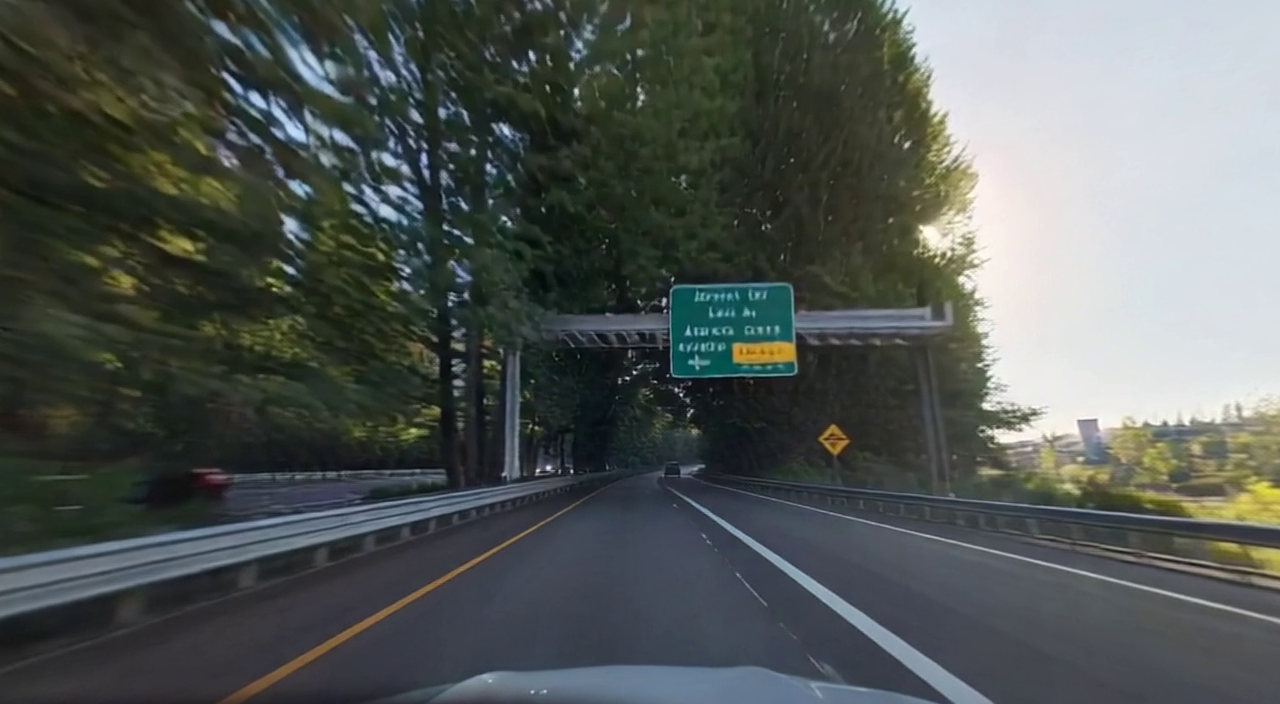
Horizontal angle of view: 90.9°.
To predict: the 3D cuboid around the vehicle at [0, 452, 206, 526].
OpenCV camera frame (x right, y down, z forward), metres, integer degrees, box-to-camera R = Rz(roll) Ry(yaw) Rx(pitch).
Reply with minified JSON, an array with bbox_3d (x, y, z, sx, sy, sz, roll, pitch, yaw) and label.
[{"bbox_3d":[-12.875,3.205,15.114,1.858,1.466,4.258,1,-11,0],"label":"vehicle"}]
